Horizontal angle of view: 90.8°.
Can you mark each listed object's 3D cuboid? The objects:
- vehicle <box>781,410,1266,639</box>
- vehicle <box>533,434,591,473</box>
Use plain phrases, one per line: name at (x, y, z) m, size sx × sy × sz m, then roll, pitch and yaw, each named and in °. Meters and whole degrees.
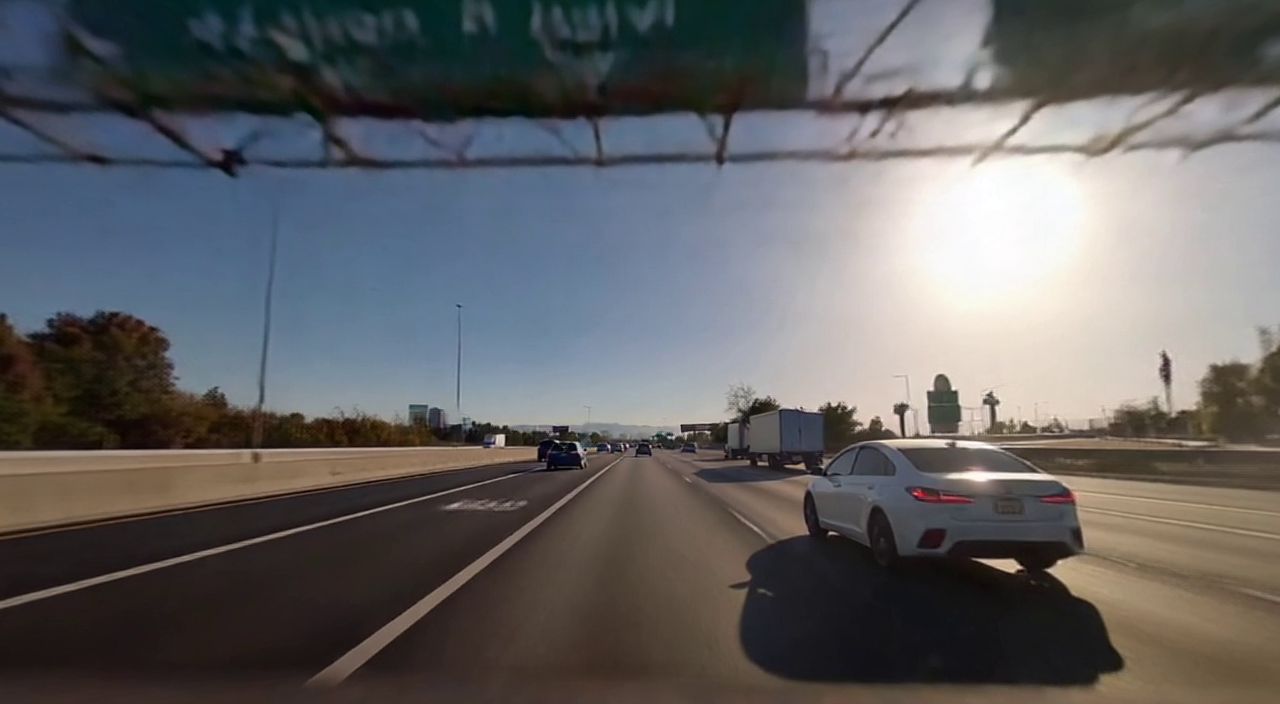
vehicle at (3.193, 1.547, 6.865) m, size 2.107 × 1.550 × 4.949 m, roll 0°, pitch -8°, yaw -1°
vehicle at (-3.718, 4.952, 30.911) m, size 2.193 × 1.746 × 4.512 m, roll 0°, pitch -8°, yaw 1°
